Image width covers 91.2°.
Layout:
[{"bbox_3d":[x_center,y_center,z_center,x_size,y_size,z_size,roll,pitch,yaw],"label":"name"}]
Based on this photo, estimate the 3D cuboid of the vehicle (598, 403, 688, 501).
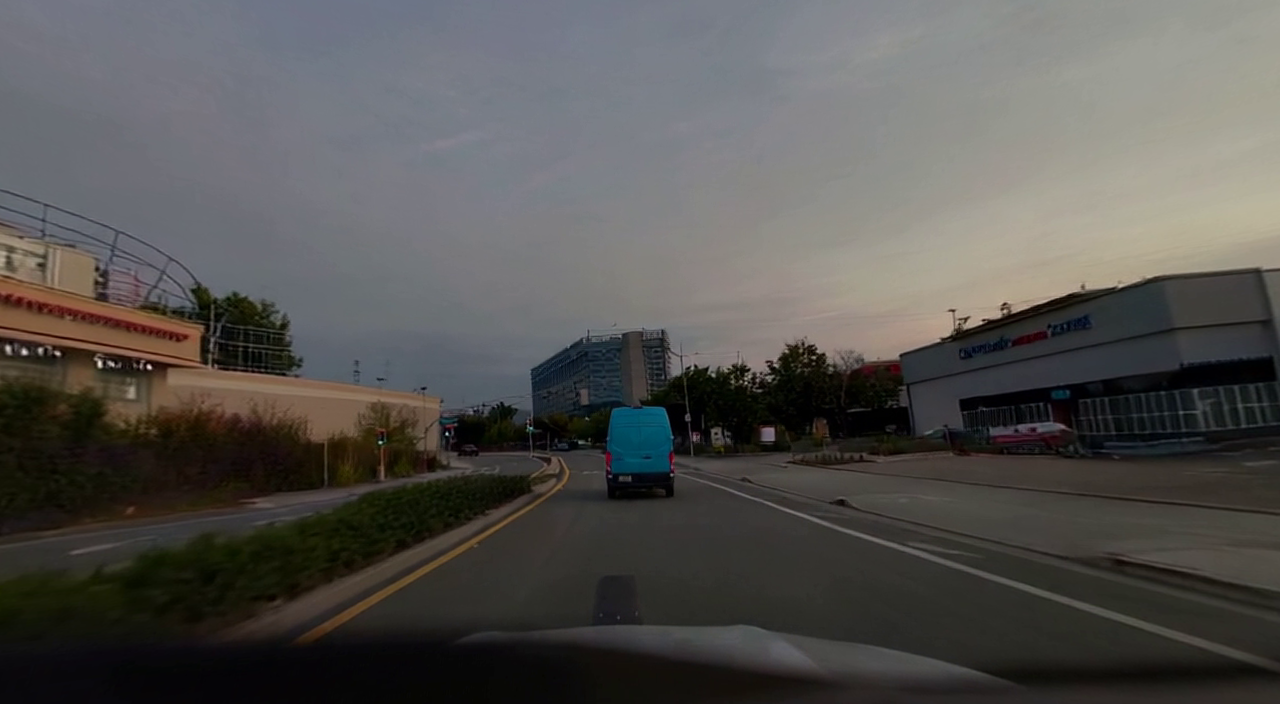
[{"bbox_3d":[-0.050,3.151,19.937,2.432,2.624,5.670,0,-9,-3],"label":"vehicle"}]
